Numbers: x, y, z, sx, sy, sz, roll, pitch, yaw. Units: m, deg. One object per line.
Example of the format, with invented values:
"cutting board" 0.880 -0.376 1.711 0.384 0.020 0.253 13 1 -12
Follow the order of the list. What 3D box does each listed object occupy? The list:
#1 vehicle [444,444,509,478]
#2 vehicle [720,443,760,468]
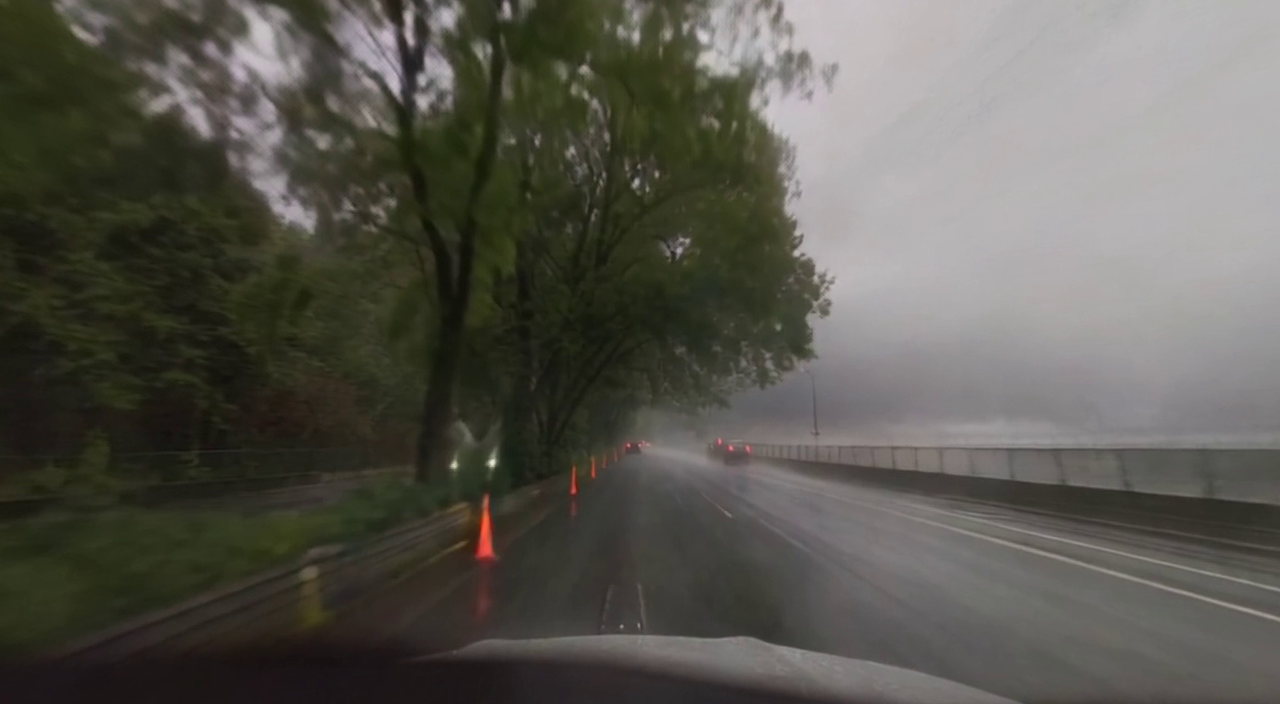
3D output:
"vehicle" -7.633 5.094 29.960 1.907 1.455 4.404 0 -8 0
"vehicle" 6.265 6.538 40.038 1.904 1.470 4.583 -1 -8 2
